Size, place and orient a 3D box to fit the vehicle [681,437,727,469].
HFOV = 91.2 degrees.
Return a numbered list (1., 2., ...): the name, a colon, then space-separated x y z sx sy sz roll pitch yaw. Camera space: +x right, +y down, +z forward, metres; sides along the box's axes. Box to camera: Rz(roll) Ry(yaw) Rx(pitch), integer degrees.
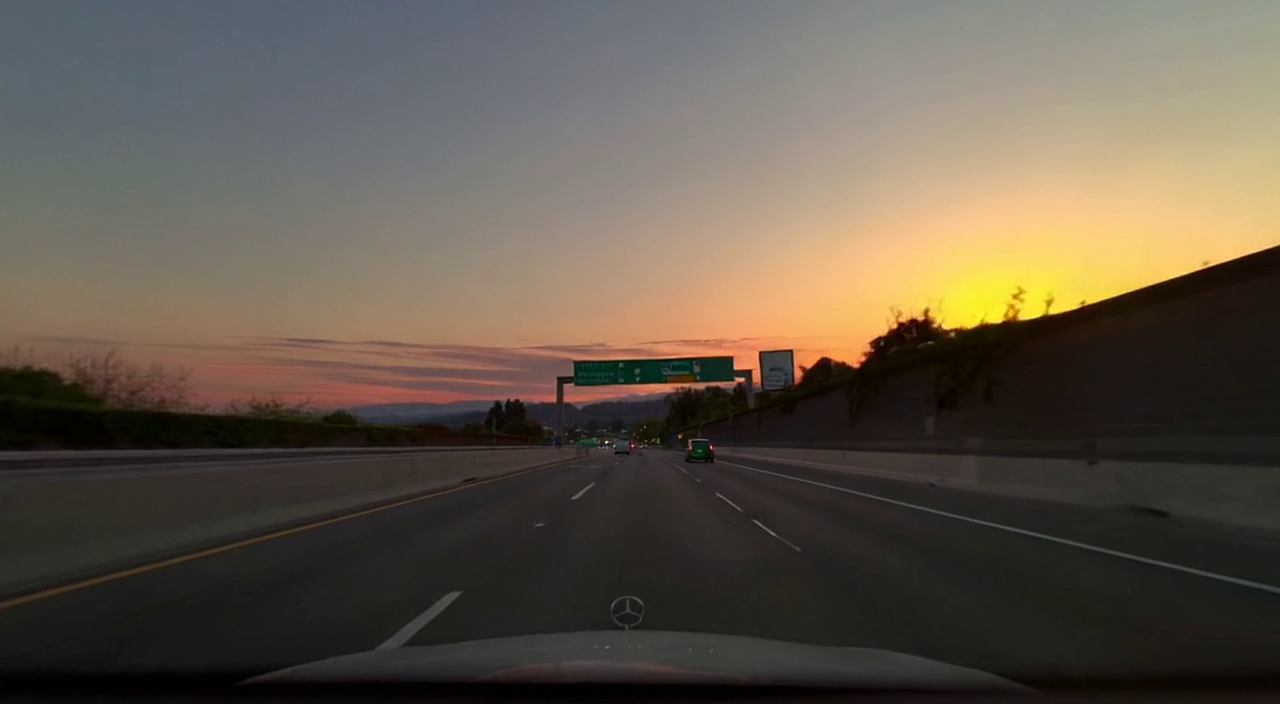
1. vehicle: 3.567 5.756 35.984 2.202 1.682 4.188 0 -8 0
